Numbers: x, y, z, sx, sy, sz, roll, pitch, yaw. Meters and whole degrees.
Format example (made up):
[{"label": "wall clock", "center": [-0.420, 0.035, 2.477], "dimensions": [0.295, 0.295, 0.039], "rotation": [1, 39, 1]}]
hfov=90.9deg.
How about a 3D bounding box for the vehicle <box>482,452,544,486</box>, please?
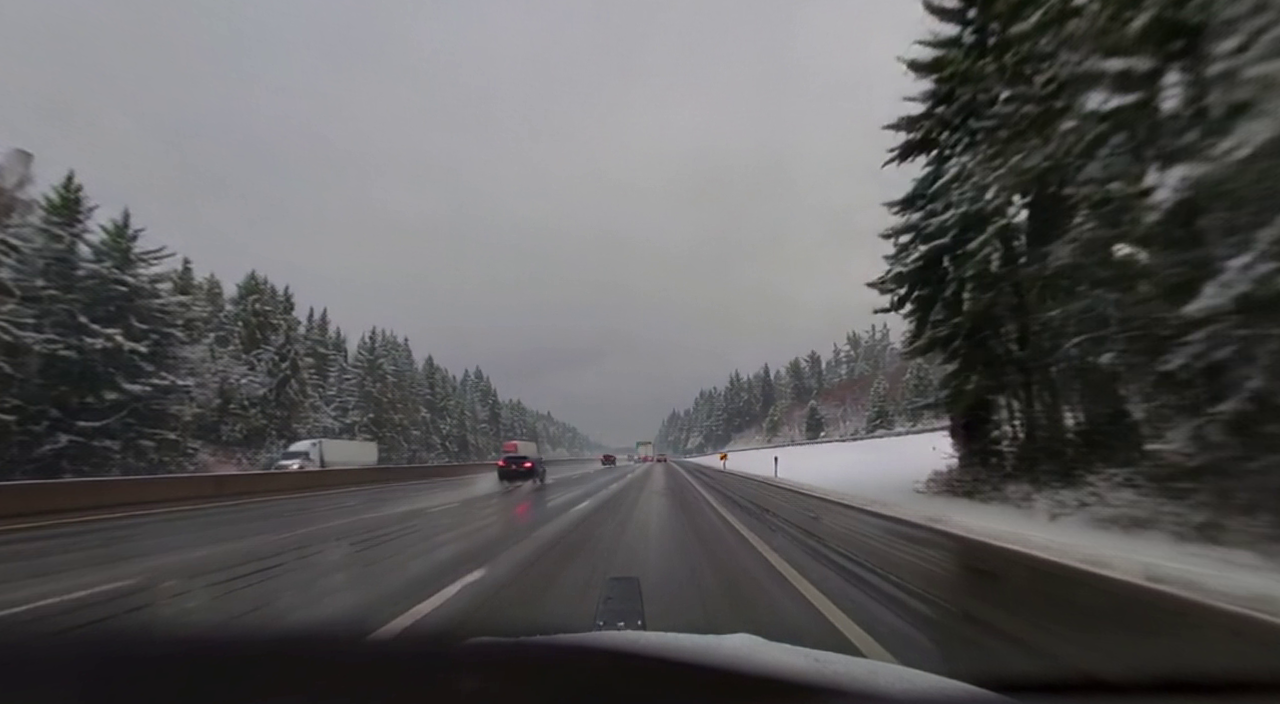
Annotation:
[{"label": "vehicle", "center": [-6.304, 5.863, 31.833], "dimensions": [1.996, 1.579, 4.439], "rotation": [-1, -9, 3]}]
